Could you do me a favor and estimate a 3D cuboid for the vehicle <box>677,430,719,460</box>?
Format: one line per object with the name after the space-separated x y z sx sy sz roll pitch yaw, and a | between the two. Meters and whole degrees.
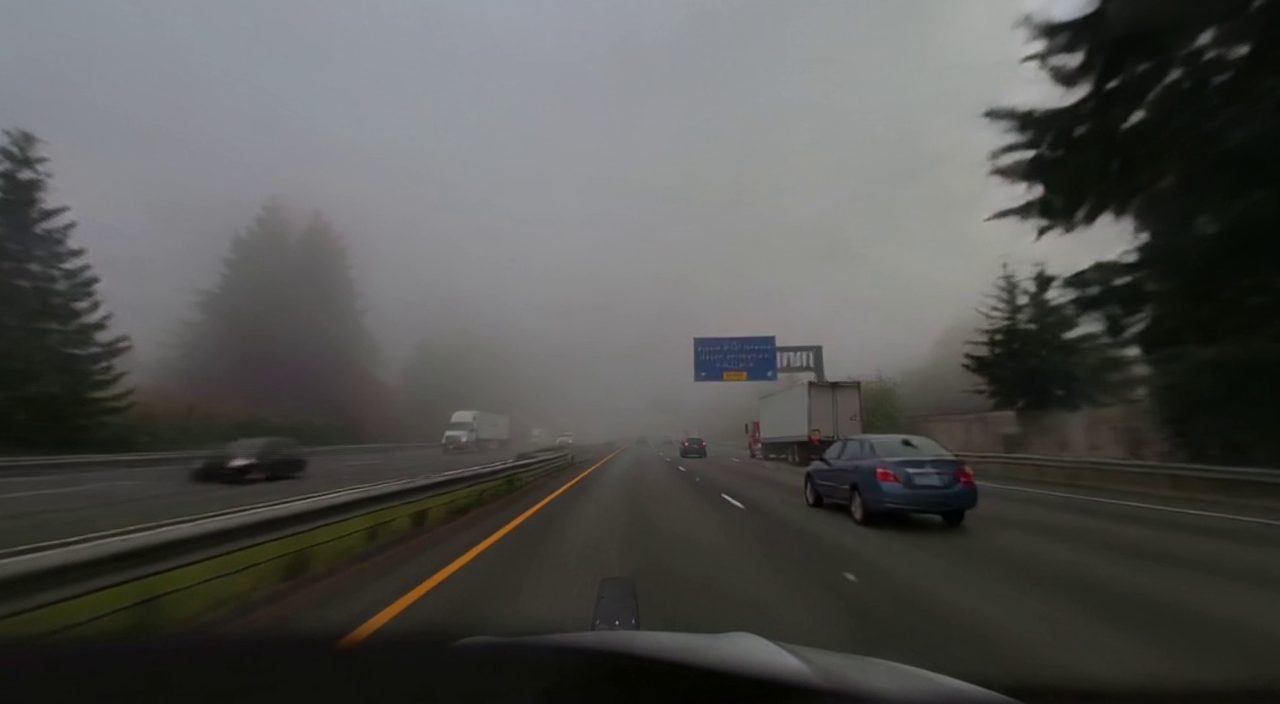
3.424 5.617 38.088 2.011 1.672 4.415 0 -8 -2 | vehicle

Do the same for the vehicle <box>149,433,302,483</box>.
-13.536 3.459 21.012 1.889 1.459 4.751 0 -8 0 | vehicle

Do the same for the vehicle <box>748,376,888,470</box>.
9.062 4.060 34.856 3.440 4.093 13.944 0 -8 -1 | vehicle

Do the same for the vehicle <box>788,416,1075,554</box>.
3.793 1.790 9.332 1.986 1.501 4.529 0 -8 -2 | vehicle
